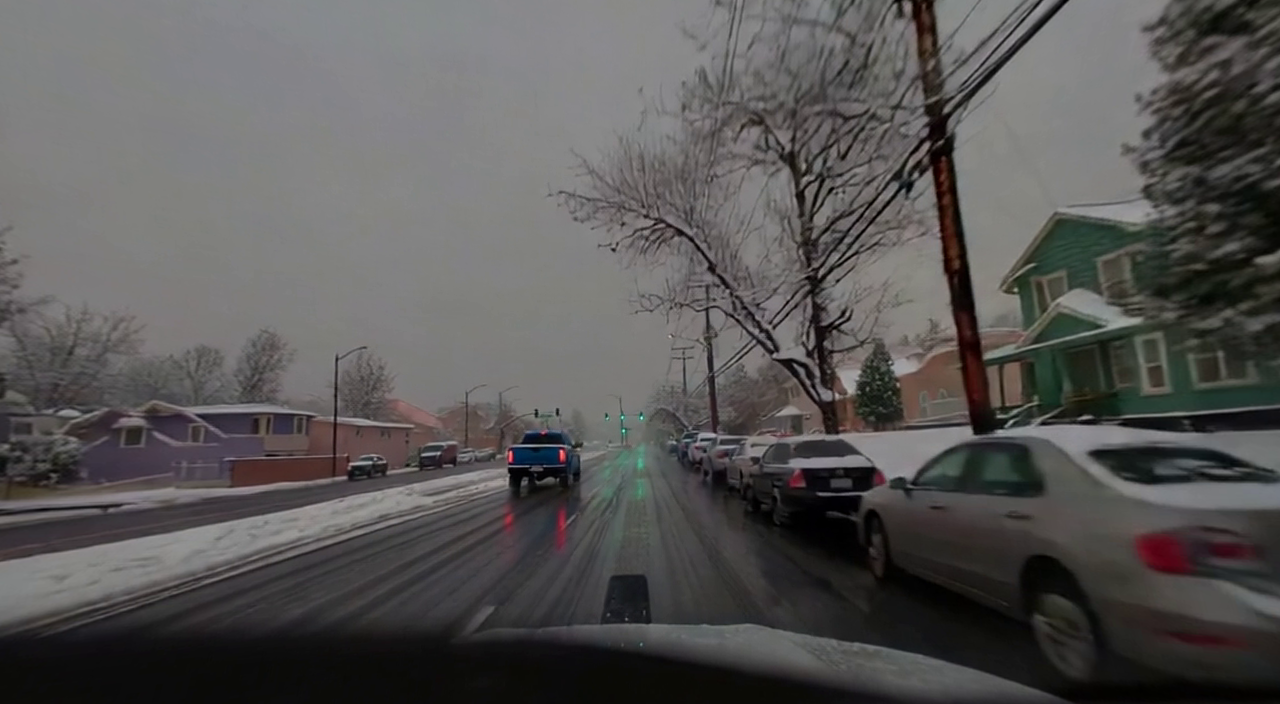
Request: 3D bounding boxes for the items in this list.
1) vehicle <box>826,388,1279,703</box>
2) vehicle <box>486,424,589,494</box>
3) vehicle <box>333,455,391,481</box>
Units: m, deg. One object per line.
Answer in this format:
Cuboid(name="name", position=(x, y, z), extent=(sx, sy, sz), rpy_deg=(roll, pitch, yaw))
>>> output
Cuboid(name="vehicle", position=(2.965, 1.227, 4.500), extent=(1.927, 1.513, 4.617), rpy_deg=(0, -9, 1))
Cuboid(name="vehicle", position=(-3.020, 3.344, 19.936), extent=(2.242, 1.890, 5.306), rpy_deg=(0, -9, 1))
Cuboid(name="vehicle", position=(-18.584, 7.777, 42.385), extent=(1.908, 1.614, 4.092), rpy_deg=(0, -9, 2))
